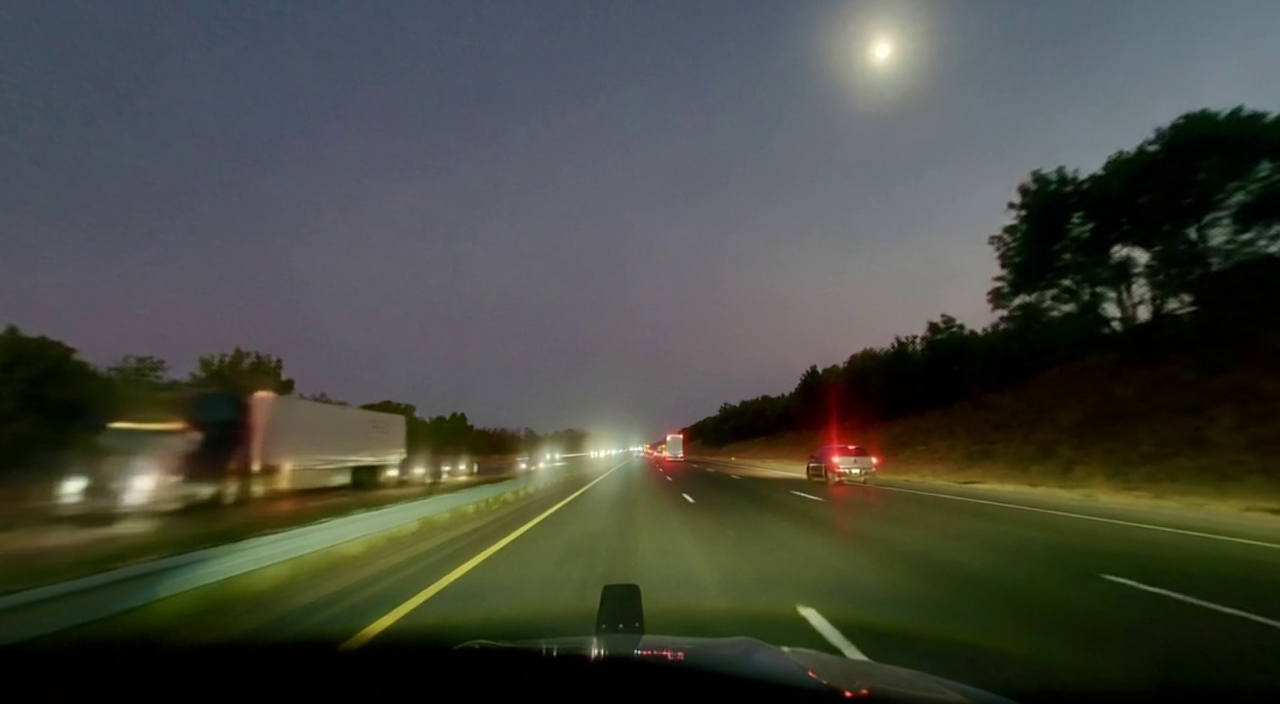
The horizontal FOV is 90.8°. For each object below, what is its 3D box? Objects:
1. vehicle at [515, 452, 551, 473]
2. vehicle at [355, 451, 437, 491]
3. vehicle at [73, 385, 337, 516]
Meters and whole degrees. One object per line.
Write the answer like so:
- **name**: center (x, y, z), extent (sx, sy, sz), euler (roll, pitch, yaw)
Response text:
- **vehicle**: center (-8.202, 8.468, 48.732), extent (2.029, 1.506, 4.335), euler (0, -9, 1)
- **vehicle**: center (-11.703, 5.710, 30.704), extent (2.072, 1.763, 4.797), euler (0, -9, 0)
- **vehicle**: center (-16.020, 3.848, 24.903), extent (2.947, 4.041, 10.415), euler (0, -9, 0)
